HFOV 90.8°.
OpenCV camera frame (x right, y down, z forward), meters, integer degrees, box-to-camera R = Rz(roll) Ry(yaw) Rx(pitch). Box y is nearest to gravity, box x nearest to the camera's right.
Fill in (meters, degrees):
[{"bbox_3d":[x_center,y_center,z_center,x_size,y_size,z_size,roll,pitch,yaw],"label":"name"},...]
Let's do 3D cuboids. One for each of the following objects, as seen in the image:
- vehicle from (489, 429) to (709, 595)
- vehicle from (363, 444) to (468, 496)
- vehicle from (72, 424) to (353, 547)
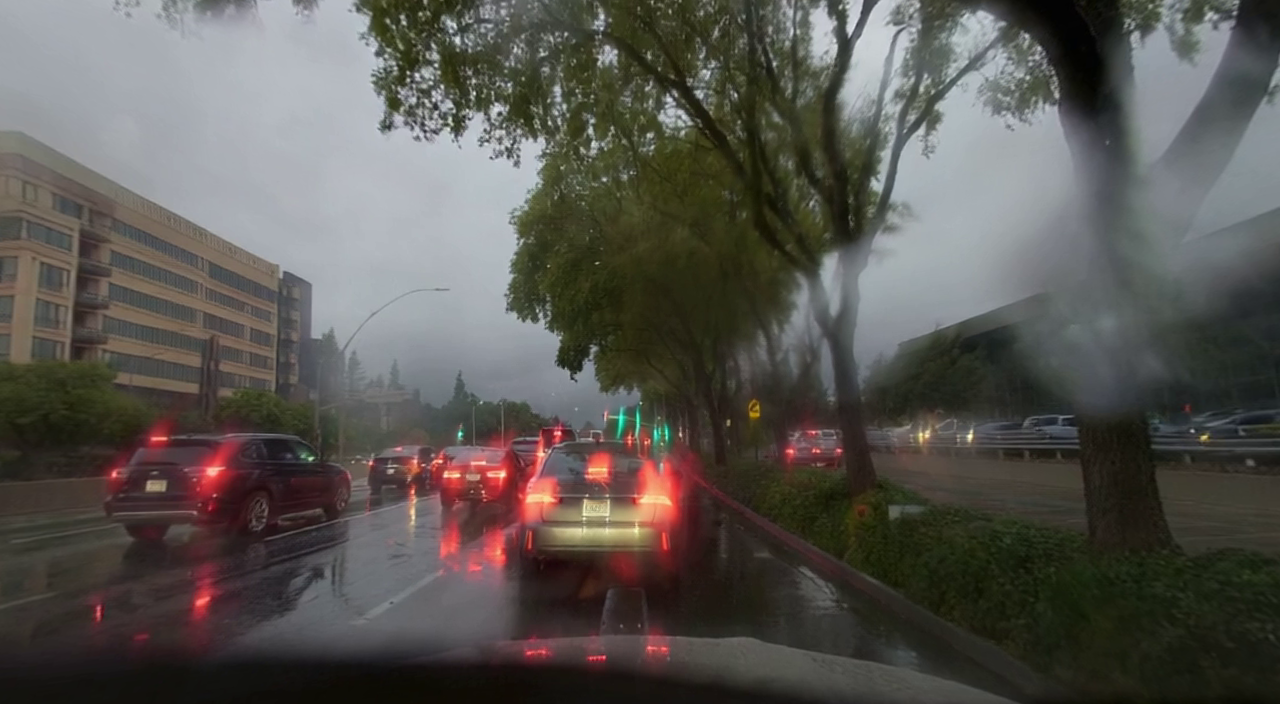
[{"bbox_3d":[-0.389,1.812,7.996,2.066,1.544,3.954,0,-9,0],"label":"vehicle"},{"bbox_3d":[-7.354,3.886,21.228,1.851,1.532,4.279,0,-9,1],"label":"vehicle"},{"bbox_3d":[-7.296,2.290,11.502,2.068,1.784,4.224,0,-9,1],"label":"vehicle"}]
